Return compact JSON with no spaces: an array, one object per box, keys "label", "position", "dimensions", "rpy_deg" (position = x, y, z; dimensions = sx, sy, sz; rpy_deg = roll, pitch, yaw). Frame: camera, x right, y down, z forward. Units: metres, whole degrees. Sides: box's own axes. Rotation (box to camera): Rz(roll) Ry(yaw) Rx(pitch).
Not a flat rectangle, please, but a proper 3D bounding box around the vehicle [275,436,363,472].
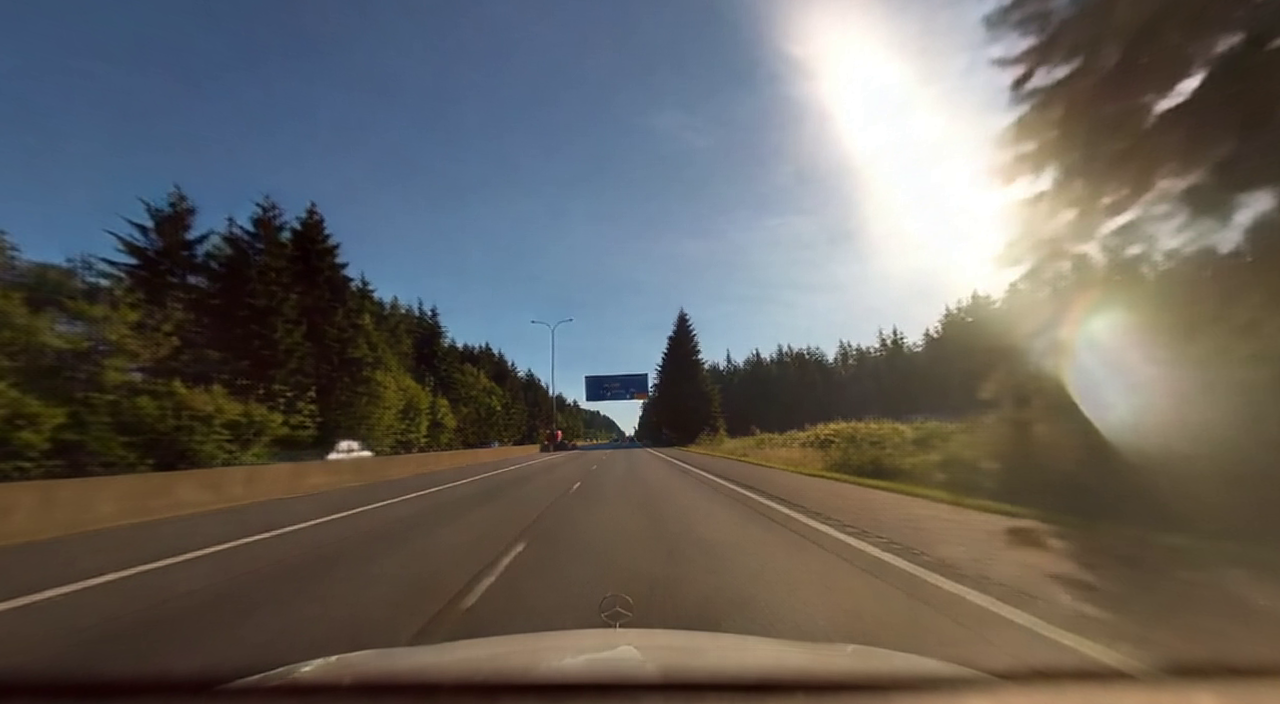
[{"label":"vehicle","position":[-16.761,5.320,33.175],"dimensions":[2.037,1.742,4.985],"rpy_deg":[0,-8,0]}]
